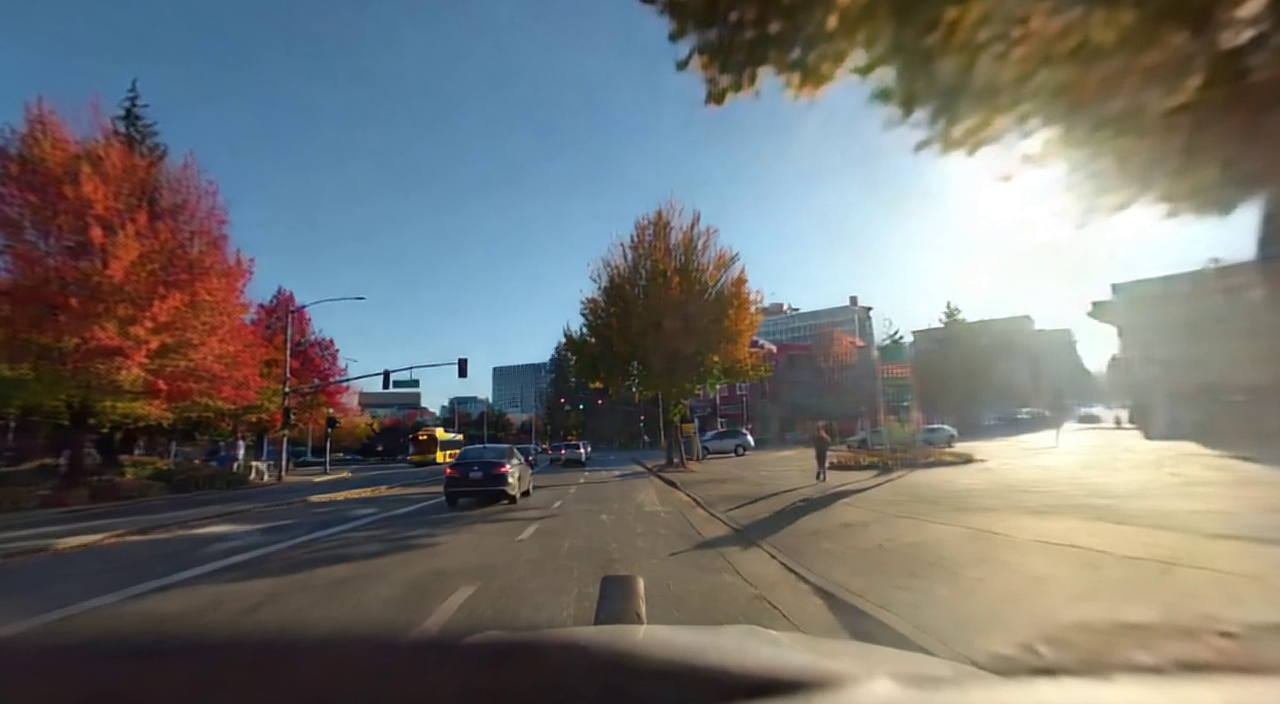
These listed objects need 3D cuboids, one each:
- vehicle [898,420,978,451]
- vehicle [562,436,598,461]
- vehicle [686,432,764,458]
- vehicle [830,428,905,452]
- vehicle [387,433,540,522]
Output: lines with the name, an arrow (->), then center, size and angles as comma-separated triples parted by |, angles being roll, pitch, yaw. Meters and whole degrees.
vehicle -> 19.439, 5.452, 40.977 | 4.172, 1.687, 1.773 | -3, -8, -3
vehicle -> -4.325, 7.045, 45.738 | 2.365, 1.751, 3.904 | 0, -9, -3
vehicle -> 5.723, 6.339, 42.639 | 4.894, 1.451, 2.089 | -2, -8, -2
vehicle -> 14.779, 5.755, 40.867 | 4.064, 1.507, 2.078 | 0, -9, -1
vehicle -> -3.354, 2.477, 12.847 | 2.092, 1.507, 4.078 | 0, -9, -2
